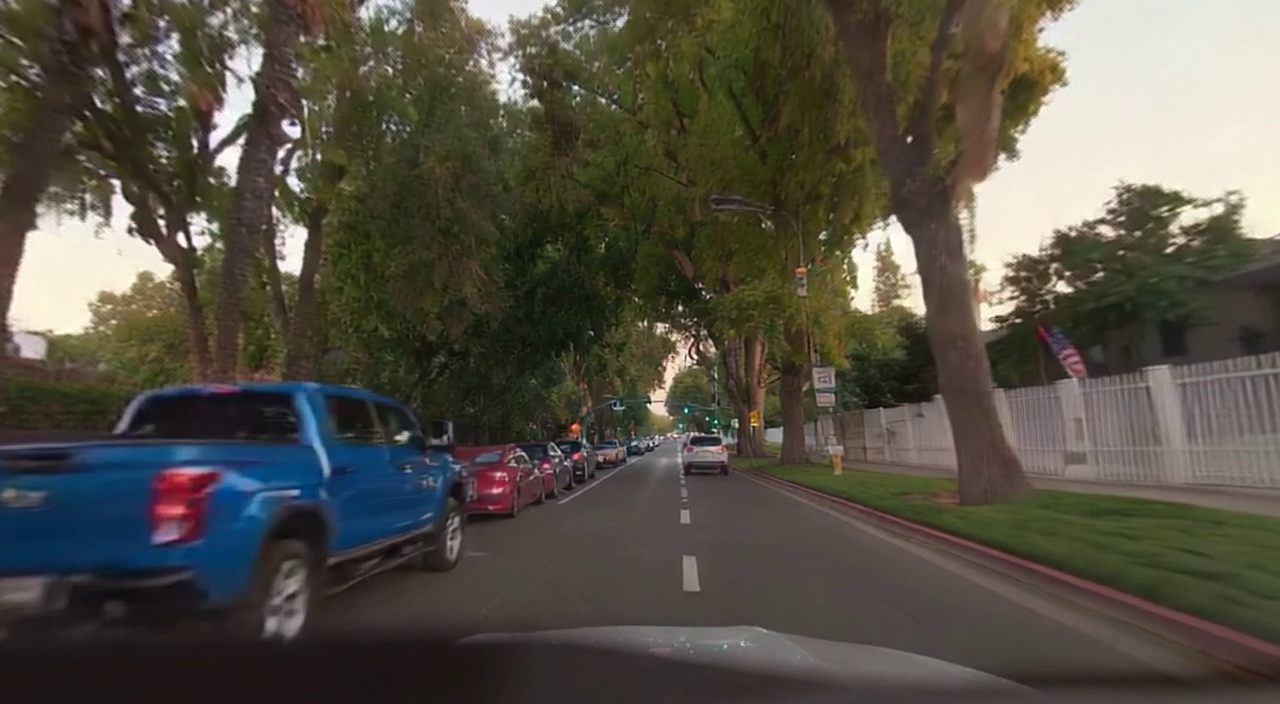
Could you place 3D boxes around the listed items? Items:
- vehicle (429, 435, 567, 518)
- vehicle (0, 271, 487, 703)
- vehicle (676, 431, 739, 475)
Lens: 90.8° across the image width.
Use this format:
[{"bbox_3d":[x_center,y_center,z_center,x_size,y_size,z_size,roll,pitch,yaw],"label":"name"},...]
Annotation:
[{"bbox_3d":[-2.783,2.540,13.370,1.807,1.475,3.952,-1,-9,3],"label":"vehicle"},{"bbox_3d":[-3.172,1.043,5.271,2.405,2.058,5.193,0,-9,1],"label":"vehicle"},{"bbox_3d":[2.707,4.191,26.380,2.258,1.682,4.635,0,-9,2],"label":"vehicle"}]
